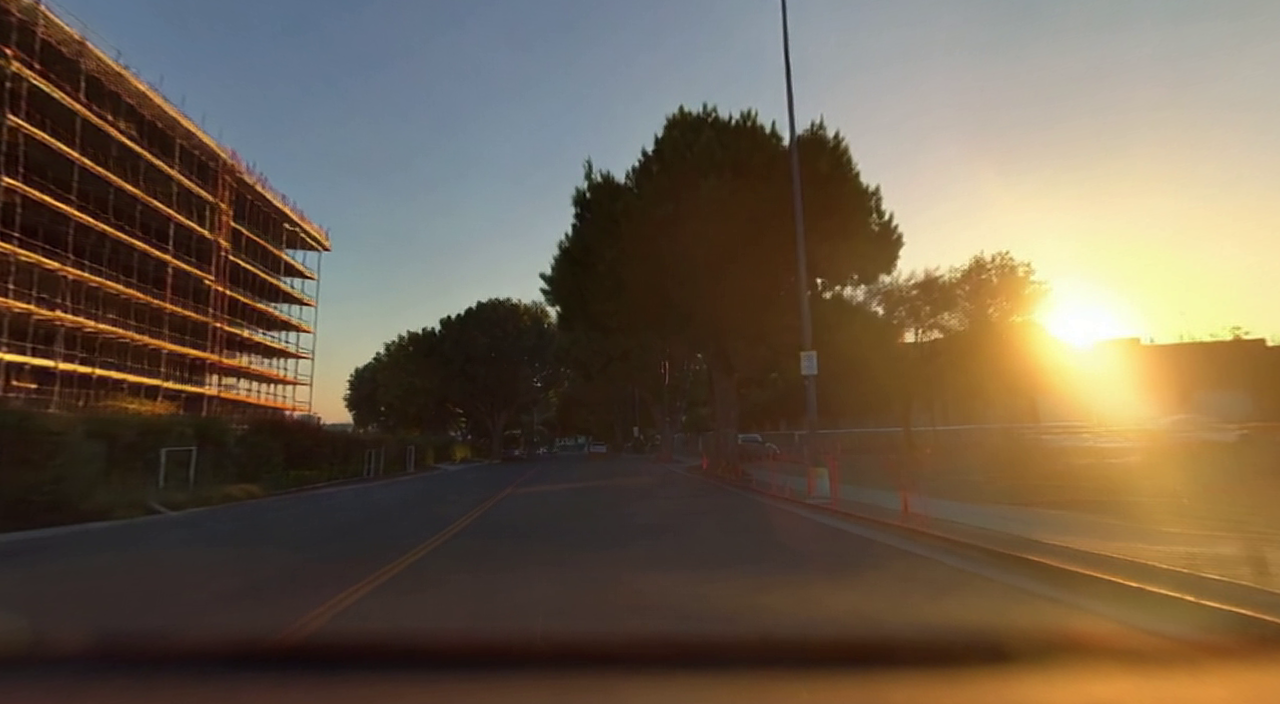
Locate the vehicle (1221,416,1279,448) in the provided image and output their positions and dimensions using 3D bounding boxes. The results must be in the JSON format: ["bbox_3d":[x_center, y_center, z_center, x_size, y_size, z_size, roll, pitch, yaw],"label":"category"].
[{"bbox_3d":[32.683,4.094,32.469,1.827,1.478,3.773,0,-5,-7],"label":"vehicle"}]

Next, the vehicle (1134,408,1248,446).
[{"bbox_3d":[29.815,4.141,34.372,1.923,1.823,4.343,-1,-9,-6],"label":"vehicle"}]

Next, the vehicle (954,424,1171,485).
[{"bbox_3d":[11.014,2.708,16.682,4.392,1.478,1.932,1,-9,-4],"label":"vehicle"}]

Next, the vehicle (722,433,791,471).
[{"bbox_3d":[6.285,5.487,34.936,2.267,1.911,5.816,1,-8,-4],"label":"vehicle"}]
